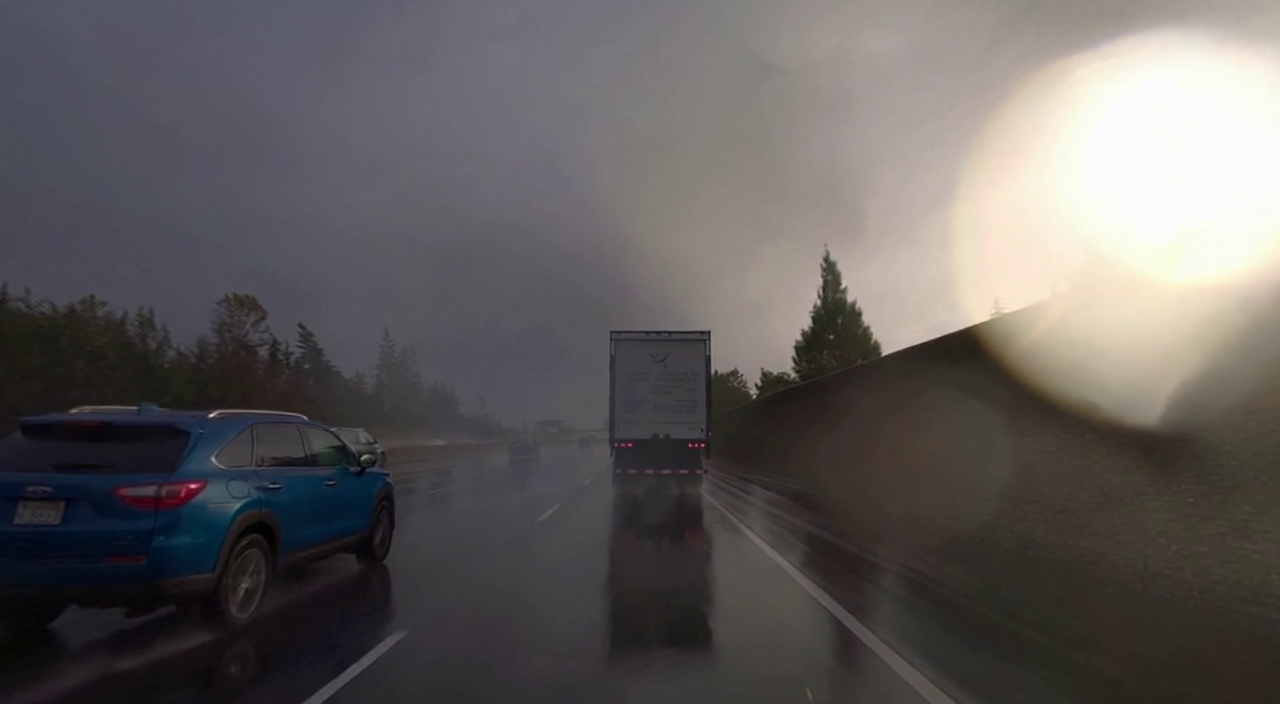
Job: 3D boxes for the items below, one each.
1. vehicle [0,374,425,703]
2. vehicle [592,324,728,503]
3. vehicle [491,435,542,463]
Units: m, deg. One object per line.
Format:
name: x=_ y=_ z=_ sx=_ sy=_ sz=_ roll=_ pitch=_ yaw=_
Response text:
vehicle: x=-3.655 y=1.253 z=5.338 sx=2.077 sy=1.671 sz=4.249 roll=0 pitch=-8 yaw=1
vehicle: x=0.481 y=2.063 z=18.887 sx=2.870 sy=3.841 sz=10.653 roll=0 pitch=-8 yaw=1
vehicle: x=-6.766 y=5.366 z=35.047 sx=1.882 sy=1.451 sz=4.416 roll=0 pitch=-8 yaw=1
